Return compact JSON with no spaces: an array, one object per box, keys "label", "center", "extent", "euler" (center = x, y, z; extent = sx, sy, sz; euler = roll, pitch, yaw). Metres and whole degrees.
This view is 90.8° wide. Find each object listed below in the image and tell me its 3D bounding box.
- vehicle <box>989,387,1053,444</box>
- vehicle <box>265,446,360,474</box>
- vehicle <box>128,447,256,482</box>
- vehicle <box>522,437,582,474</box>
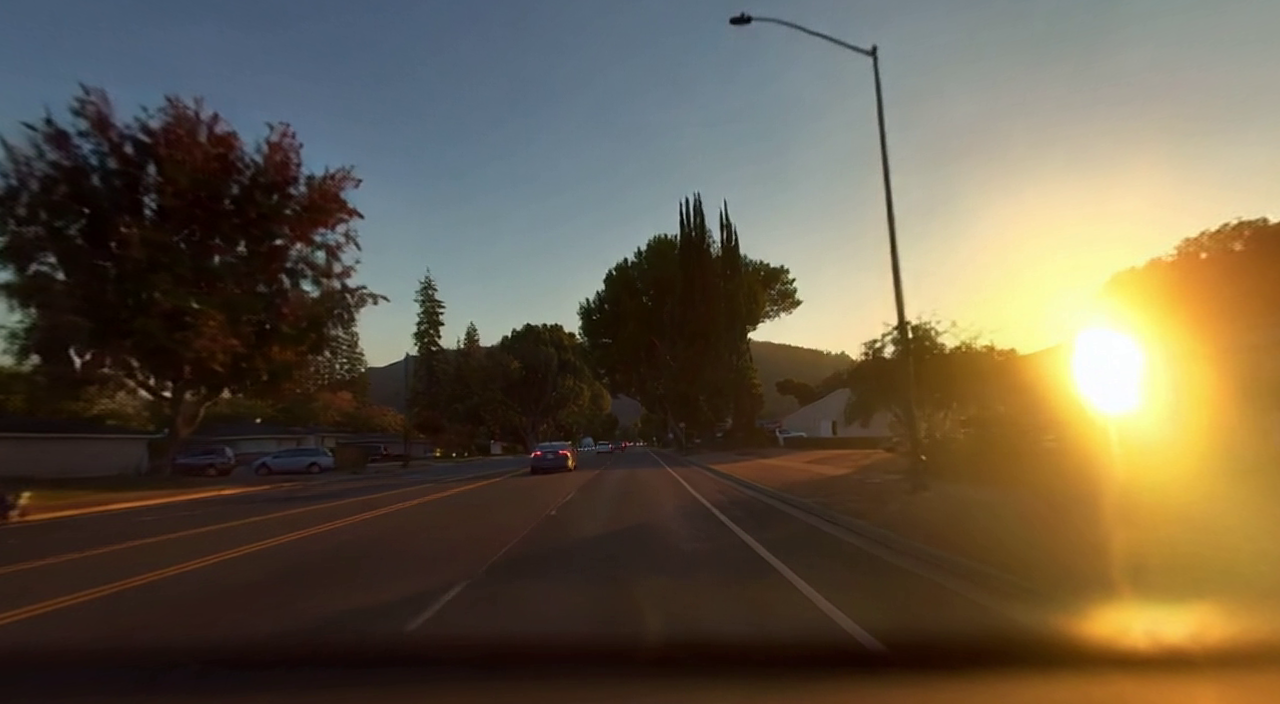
[{"label":"vehicle","center":[17.670,3.073,29.369],"extent":[2.153,2.355,5.958],"euler":[-5,-10,30]},{"label":"vehicle","center":[-21.009,6.932,40.634],"extent":[4.866,1.749,2.158],"euler":[0,-8,1]},{"label":"vehicle","center":[-26.282,6.602,37.215],"extent":[6.046,1.942,2.085],"euler":[-1,-8,4]},{"label":"vehicle","center":[-3.722,4.449,27.413],"extent":[2.030,1.467,4.251],"euler":[0,-8,-1]}]
